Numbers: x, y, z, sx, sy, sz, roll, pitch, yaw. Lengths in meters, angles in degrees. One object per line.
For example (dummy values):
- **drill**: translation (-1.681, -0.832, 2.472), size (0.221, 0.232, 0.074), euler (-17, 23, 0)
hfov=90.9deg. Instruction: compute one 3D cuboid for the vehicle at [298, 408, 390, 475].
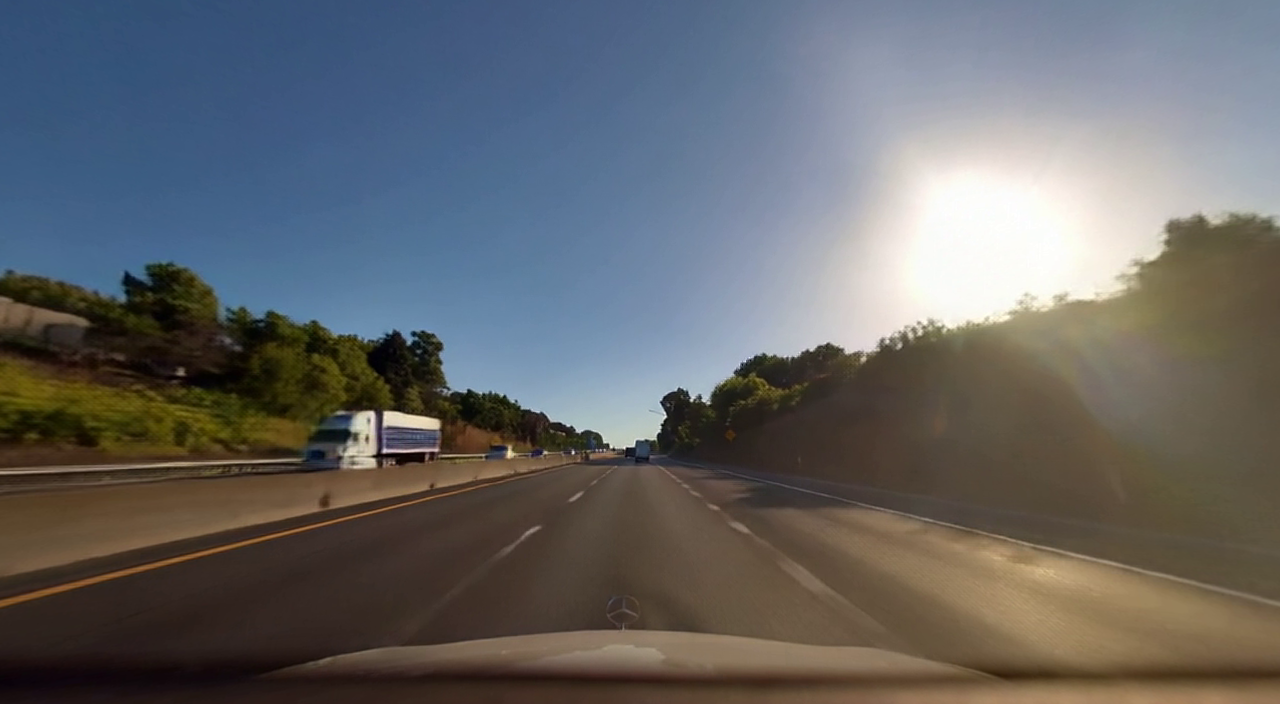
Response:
- **vehicle**: translation (-19.009, 5.826, 40.950), size (2.979, 4.014, 5.841), euler (0, -9, 1)
